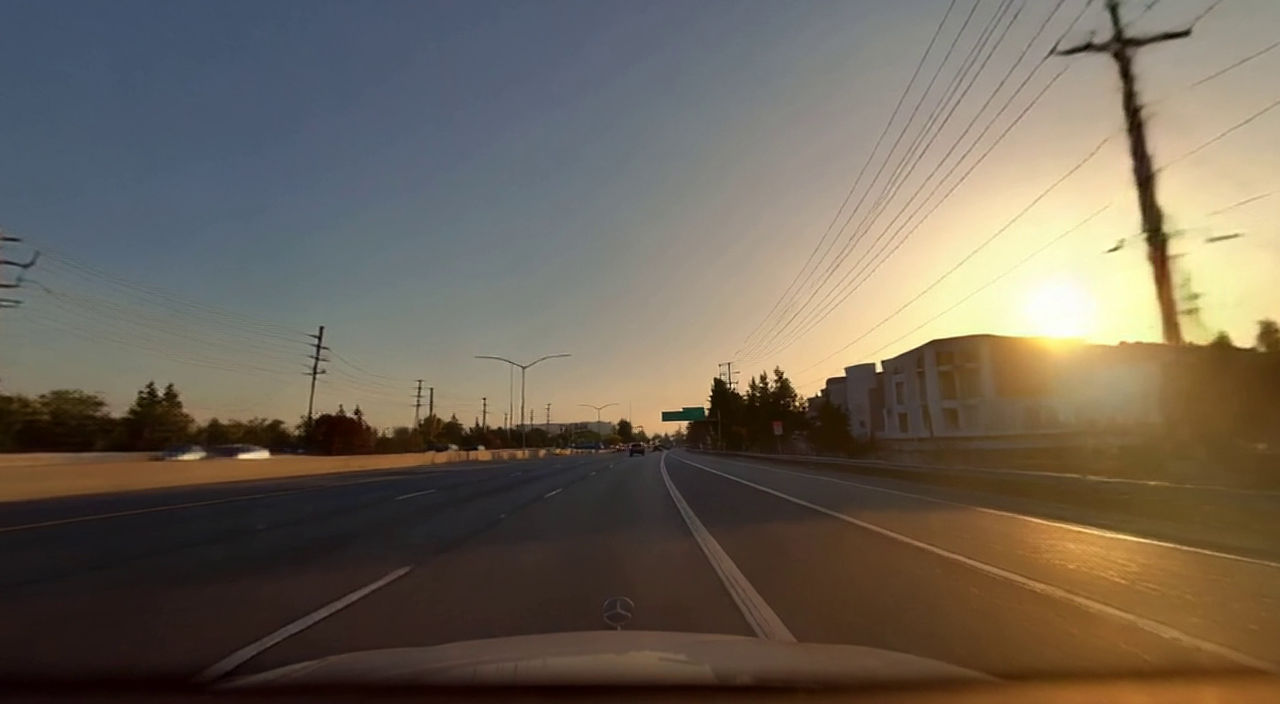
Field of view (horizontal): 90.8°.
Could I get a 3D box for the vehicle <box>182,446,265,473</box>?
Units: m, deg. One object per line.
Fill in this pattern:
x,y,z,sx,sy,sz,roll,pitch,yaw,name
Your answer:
-24.702,6.391,37.707,1.840,1.495,4.444,0,-8,2,vehicle
